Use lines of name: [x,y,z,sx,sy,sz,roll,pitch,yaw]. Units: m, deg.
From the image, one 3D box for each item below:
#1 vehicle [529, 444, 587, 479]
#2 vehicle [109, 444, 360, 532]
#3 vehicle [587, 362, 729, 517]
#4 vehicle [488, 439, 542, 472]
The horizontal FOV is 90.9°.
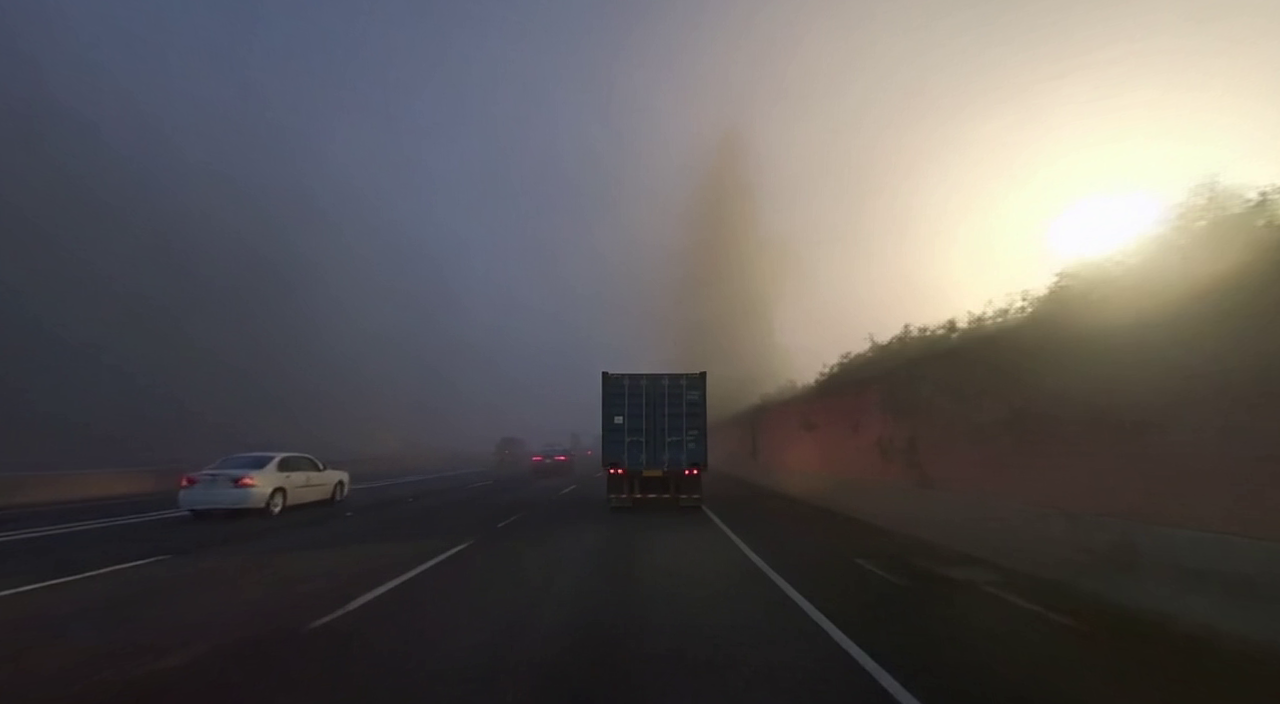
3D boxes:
vehicle: [-3.653,4.959,28.874,1.974,1.475,4.538,0,-8,1]
vehicle: [-7.881,2.645,13.011,2.006,1.458,4.700,0,-8,1]
vehicle: [0.398,2.344,16.785,2.798,3.071,8.412,0,-8,1]
vehicle: [-7.490,6.257,38.342,2.164,1.874,5.004,0,-8,0]
